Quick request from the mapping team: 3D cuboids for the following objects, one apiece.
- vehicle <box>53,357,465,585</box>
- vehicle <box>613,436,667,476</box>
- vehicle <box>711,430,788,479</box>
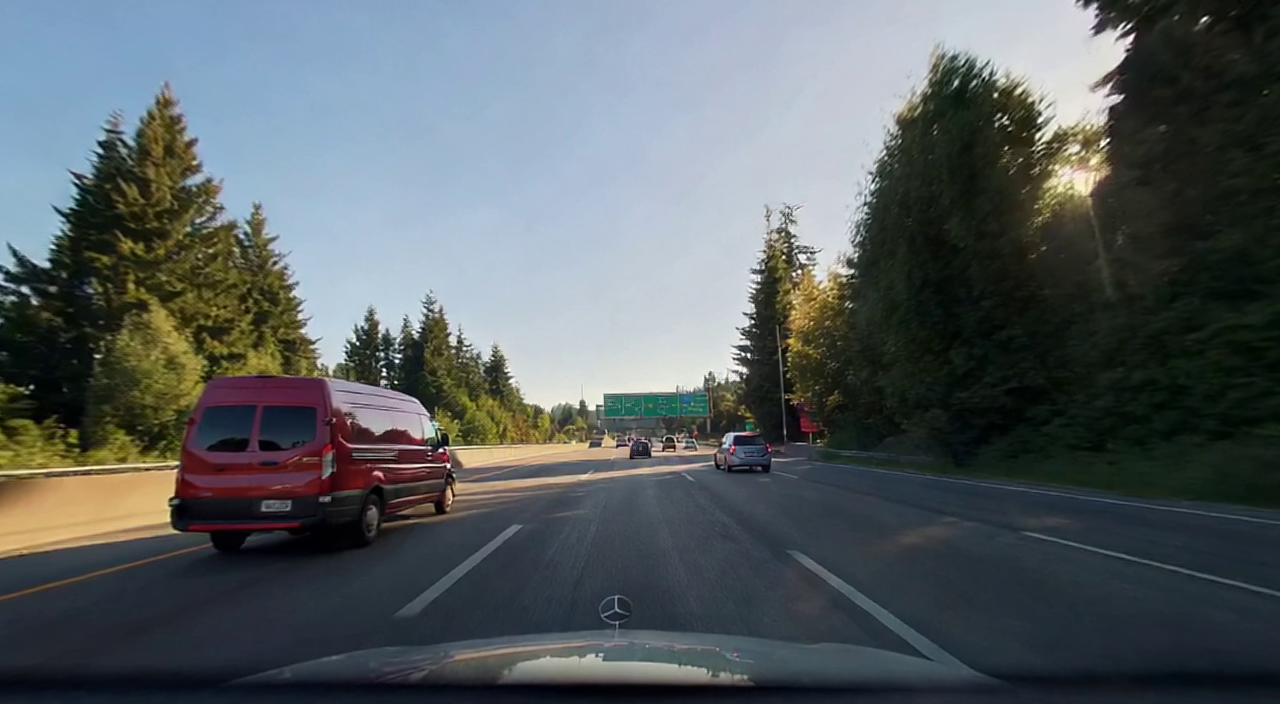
[{"bbox_3d":[-4.152,1.407,8.308,2.275,2.053,5.082,0,-8,-1],"label":"vehicle"},{"bbox_3d":[-0.013,4.107,25.339,2.020,1.464,3.803,0,-8,0],"label":"vehicle"},{"bbox_3d":[3.994,3.793,23.719,1.996,1.638,4.496,0,-8,-1],"label":"vehicle"}]
